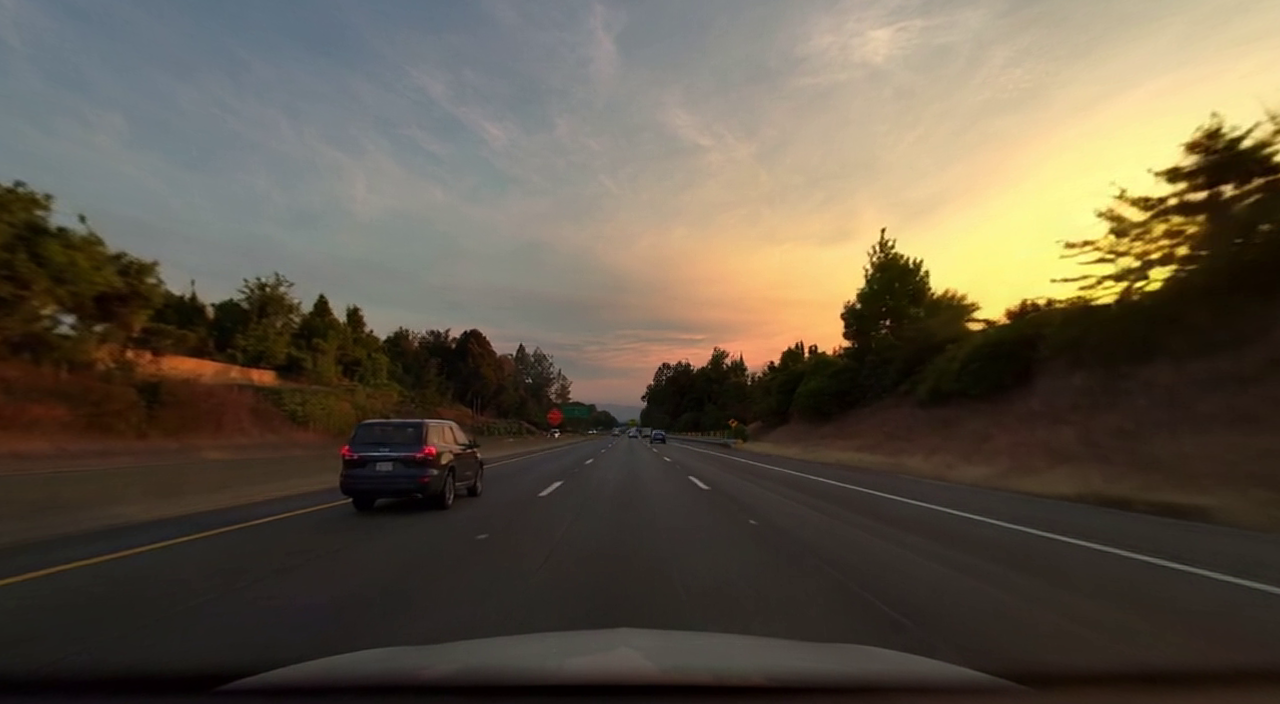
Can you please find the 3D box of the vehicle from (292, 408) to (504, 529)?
[{"bbox_3d":[-3.694,1.839,10.512,2.000,1.620,3.929,0,-8,-1],"label":"vehicle"}]
